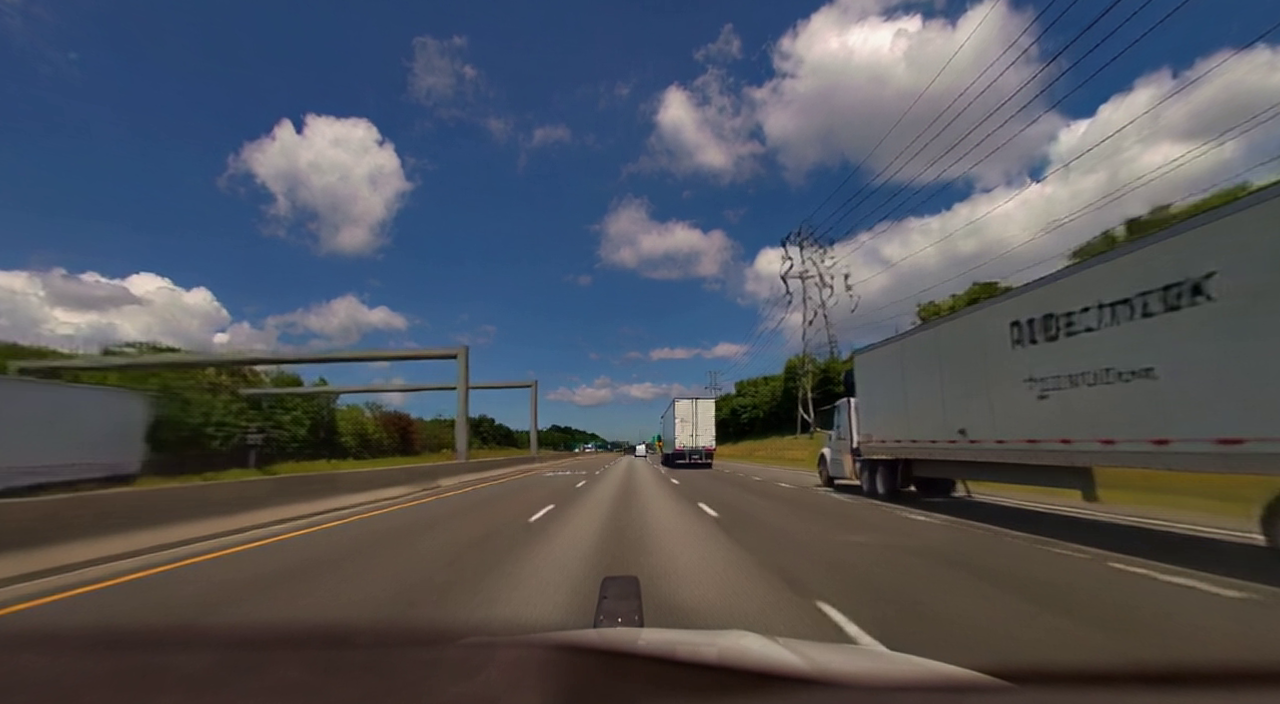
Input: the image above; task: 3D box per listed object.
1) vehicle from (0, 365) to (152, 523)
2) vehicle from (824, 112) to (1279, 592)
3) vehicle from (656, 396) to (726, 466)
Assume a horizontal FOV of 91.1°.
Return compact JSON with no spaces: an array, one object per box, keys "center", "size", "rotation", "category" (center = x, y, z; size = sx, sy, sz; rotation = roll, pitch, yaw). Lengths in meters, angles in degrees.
[{"center":[-19.303,2.150,14.714],"size":[2.863,4.358,16.366],"rotation":[0,-9,-1],"category":"vehicle"},{"center":[7.246,0.638,9.744],"size":[3.400,4.134,17.388],"rotation":[0,-9,-1],"category":"vehicle"},{"center":[3.180,5.861,45.203],"size":[3.202,4.046,17.146],"rotation":[0,-9,-1],"category":"vehicle"}]
